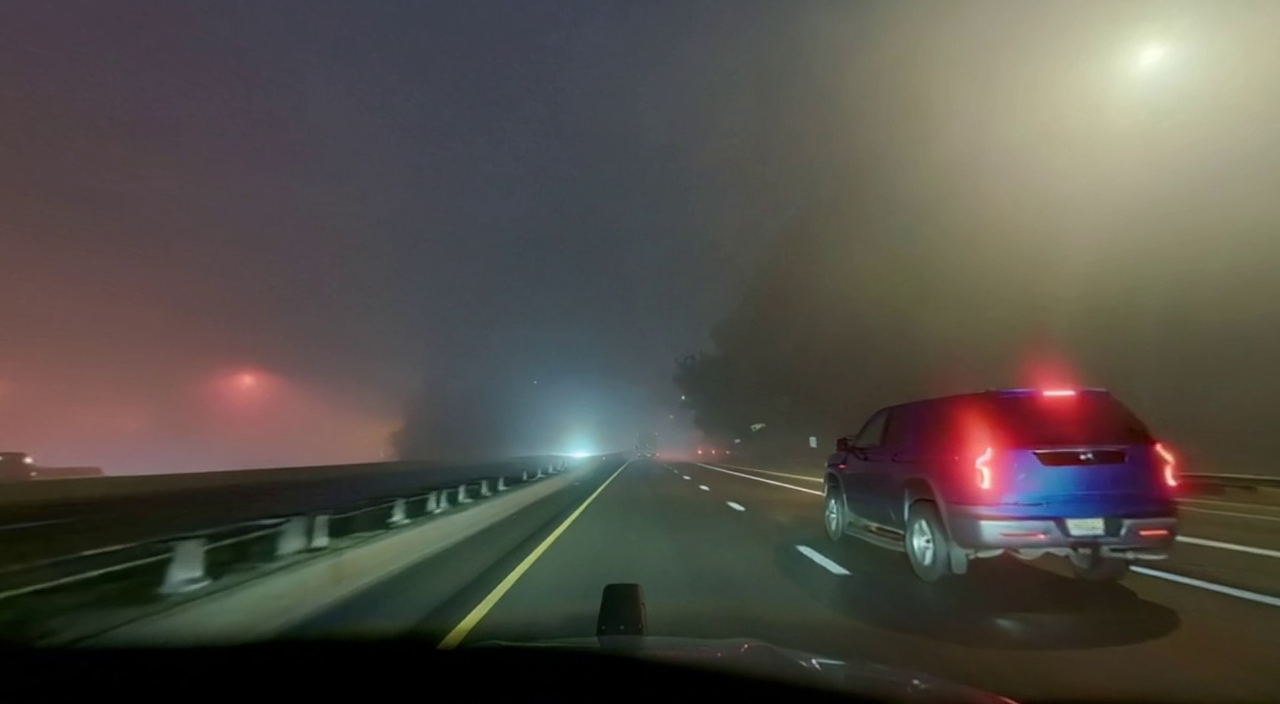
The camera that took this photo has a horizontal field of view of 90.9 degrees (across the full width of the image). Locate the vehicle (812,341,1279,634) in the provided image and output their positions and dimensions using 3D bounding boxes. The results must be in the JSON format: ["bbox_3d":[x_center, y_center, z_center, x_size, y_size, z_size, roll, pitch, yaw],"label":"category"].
[{"bbox_3d":[4.166,1.406,7.562,2.594,2.155,5.670,0,-9,0],"label":"vehicle"}]

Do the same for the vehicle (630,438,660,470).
[{"bbox_3d":[0.327,7.604,47.214,2.099,2.260,4.899,0,-8,0],"label":"vehicle"}]
